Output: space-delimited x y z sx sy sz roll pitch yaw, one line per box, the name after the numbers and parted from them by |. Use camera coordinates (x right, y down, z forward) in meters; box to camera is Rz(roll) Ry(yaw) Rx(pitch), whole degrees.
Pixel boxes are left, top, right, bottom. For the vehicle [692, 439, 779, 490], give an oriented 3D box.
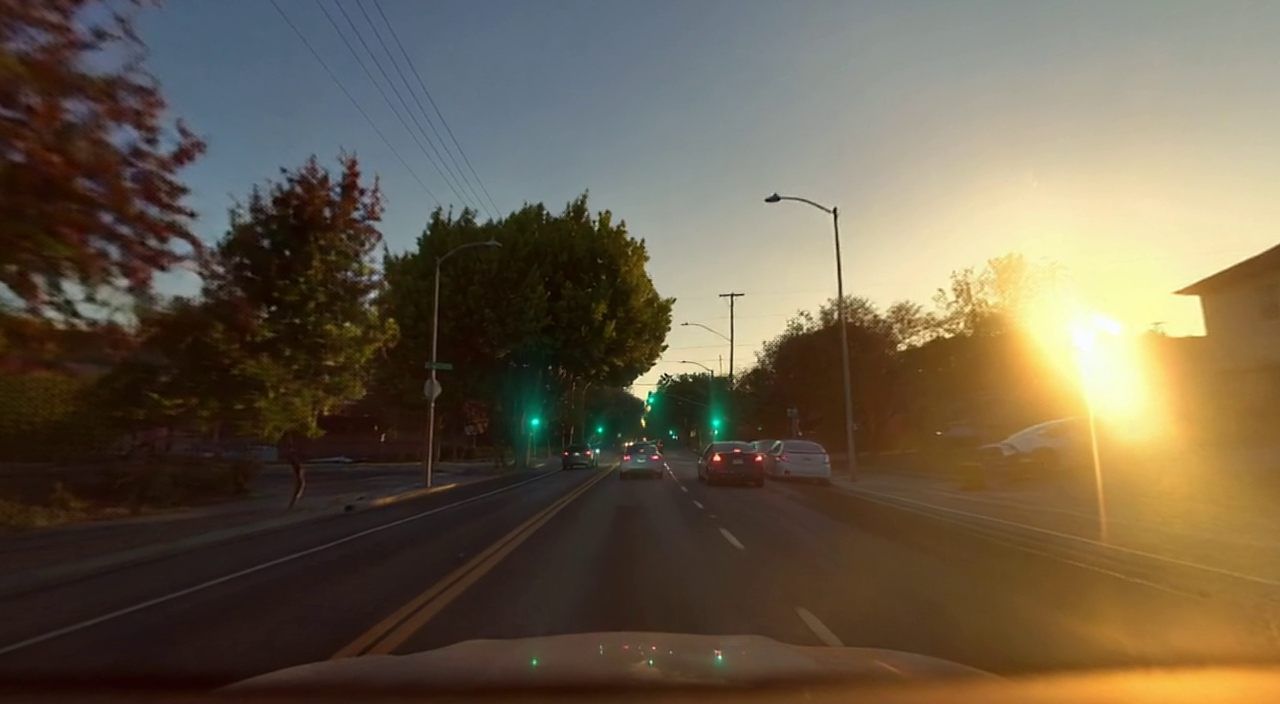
3.034 3.679 21.012 2.158 1.483 4.415 0 -8 -1 | vehicle

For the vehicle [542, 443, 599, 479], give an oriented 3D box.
-3.127 4.981 29.163 2.012 1.505 4.205 -1 -8 2 | vehicle

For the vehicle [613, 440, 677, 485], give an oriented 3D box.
0.165 3.987 23.133 2.101 1.467 4.210 0 -8 0 | vehicle

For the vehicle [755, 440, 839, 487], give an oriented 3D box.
5.872 4.205 24.245 2.011 1.620 4.694 0 -8 0 | vehicle

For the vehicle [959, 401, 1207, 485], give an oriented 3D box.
13.771 2.860 19.925 5.929 1.970 2.381 -5 -8 -2 | vehicle
